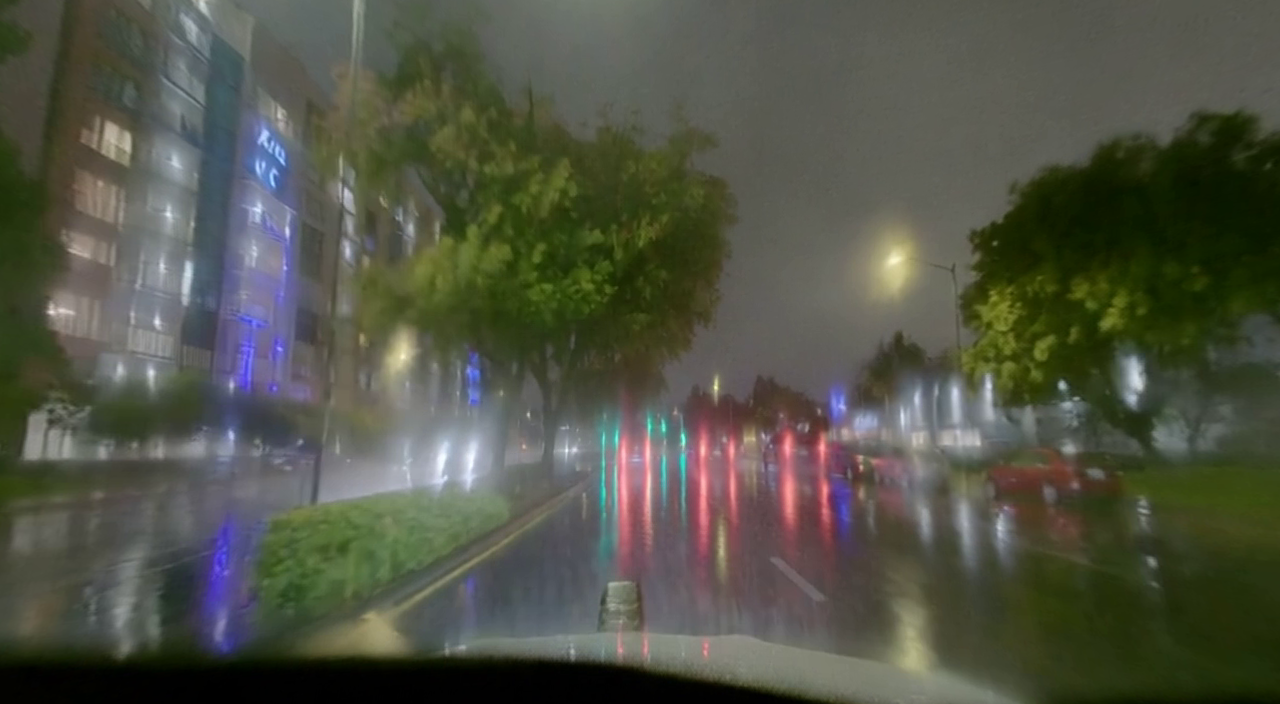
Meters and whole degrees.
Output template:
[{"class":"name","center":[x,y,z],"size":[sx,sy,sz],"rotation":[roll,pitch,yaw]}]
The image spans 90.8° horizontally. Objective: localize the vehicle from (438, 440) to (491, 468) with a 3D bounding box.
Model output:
[{"class":"vehicle","center":[-12.560,7.325,45.523],"size":[2.331,1.910,4.823],"rotation":[-1,-8,1]}]

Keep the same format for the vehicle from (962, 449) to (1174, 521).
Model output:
[{"class":"vehicle","center":[10.166,3.147,15.583],"size":[1.944,1.454,4.647],"rotation":[0,-8,0]}]

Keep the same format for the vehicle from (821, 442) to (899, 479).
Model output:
[{"class":"vehicle","center":[10.592,5.230,30.783],"size":[2.129,1.645,4.625],"rotation":[0,-8,0]}]

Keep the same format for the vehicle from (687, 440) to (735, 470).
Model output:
[{"class":"vehicle","center":[3.706,5.455,33.762],"size":[1.993,1.477,4.240],"rotation":[0,-8,-1]}]

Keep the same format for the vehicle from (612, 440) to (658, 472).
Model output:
[{"class":"vehicle","center":[-0.240,5.093,31.176],"size":[2.101,1.444,4.248],"rotation":[0,-8,0]}]

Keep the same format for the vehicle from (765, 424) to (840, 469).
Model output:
[{"class":"vehicle","center":[10.616,6.289,42.169],"size":[3.082,2.655,7.381],"rotation":[0,-8,1]}]

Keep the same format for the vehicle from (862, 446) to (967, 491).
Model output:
[{"class":"vehicle","center":[10.266,4.365,24.118],"size":[1.898,1.502,4.788],"rotation":[0,-8,1]}]

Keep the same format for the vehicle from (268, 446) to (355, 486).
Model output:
[{"class":"vehicle","center":[-19.110,6.588,37.069],"size":[2.240,2.112,5.268],"rotation":[0,-8,0]}]

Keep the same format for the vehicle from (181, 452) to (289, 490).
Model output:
[{"class":"vehicle","center":[-19.005,5.565,29.940],"size":[2.180,1.608,4.443],"rotation":[0,-8,-1]}]
